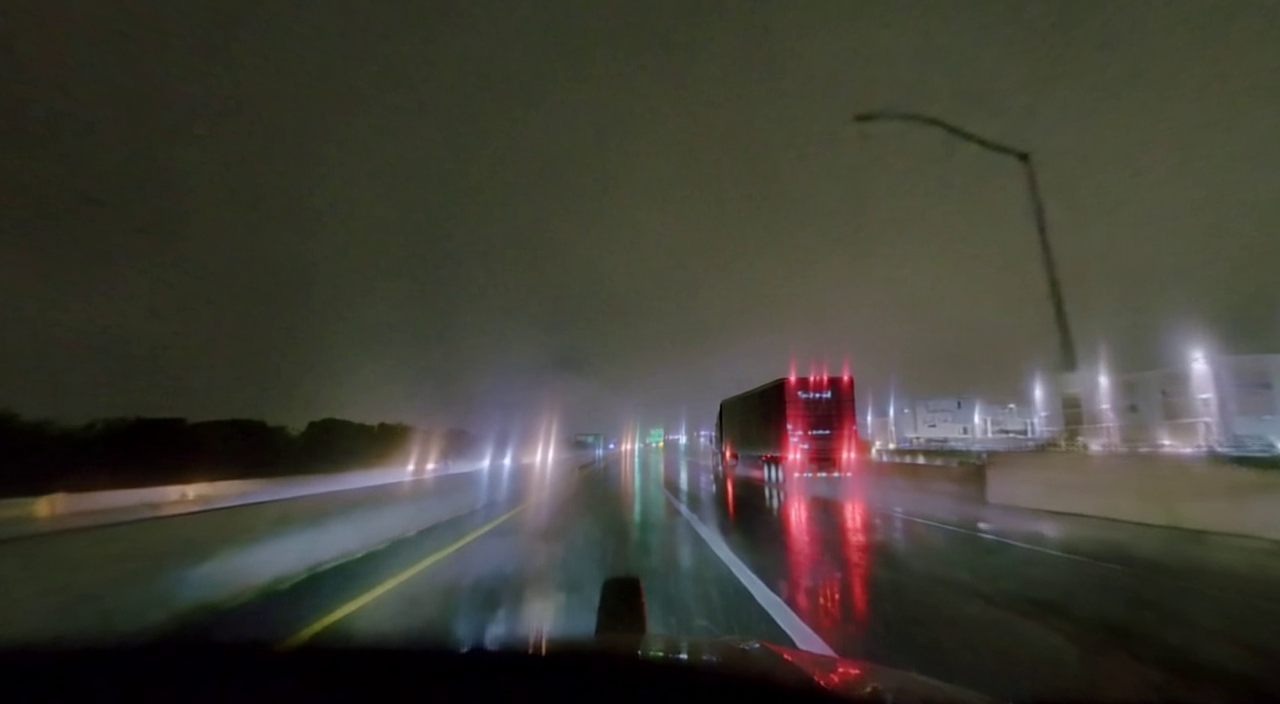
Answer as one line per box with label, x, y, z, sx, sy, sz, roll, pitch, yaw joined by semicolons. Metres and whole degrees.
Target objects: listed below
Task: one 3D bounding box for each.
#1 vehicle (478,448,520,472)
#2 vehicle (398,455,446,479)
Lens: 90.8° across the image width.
vehicle;-10.089;7.754;45.539;2.071;1.621;4.273;0;-9;-1
vehicle;-14.397;7.602;41.860;1.952;1.458;3.694;0;-9;-1
